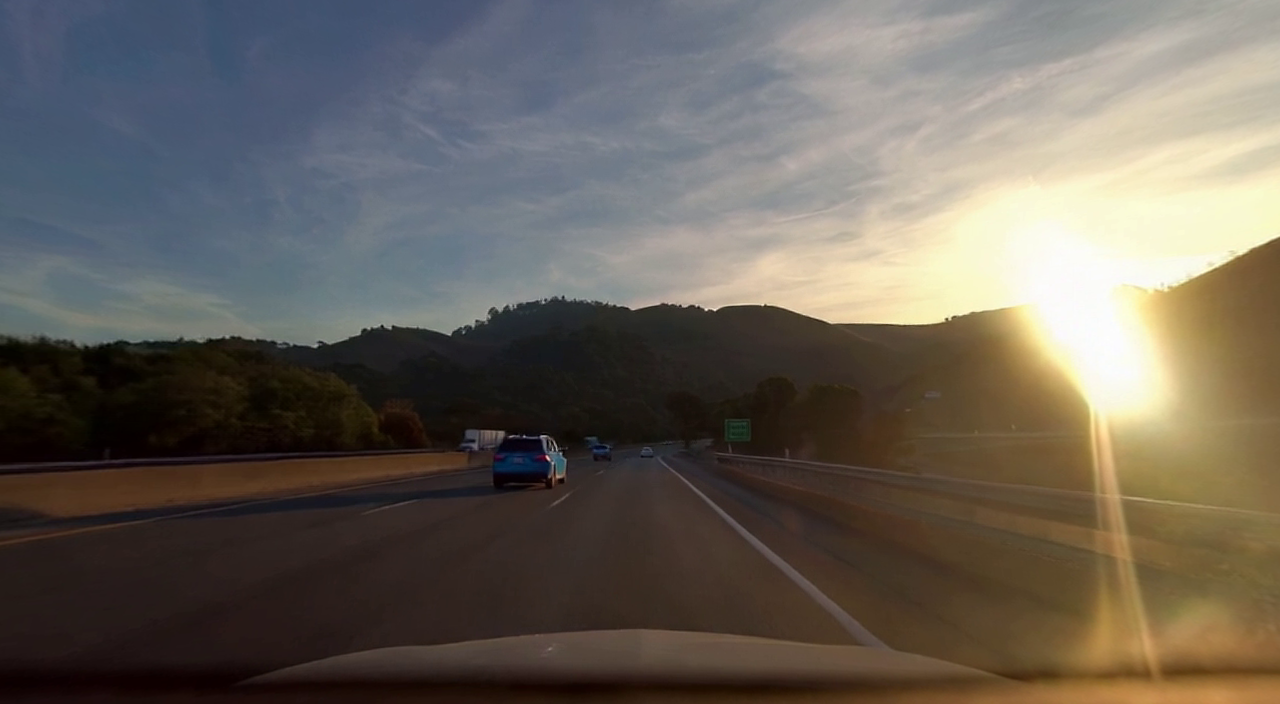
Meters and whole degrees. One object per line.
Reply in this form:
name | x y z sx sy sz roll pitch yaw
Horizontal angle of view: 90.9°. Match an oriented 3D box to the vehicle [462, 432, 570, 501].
vehicle | -3.405 3.232 18.280 2.138 1.718 4.415 -1 -8 1
